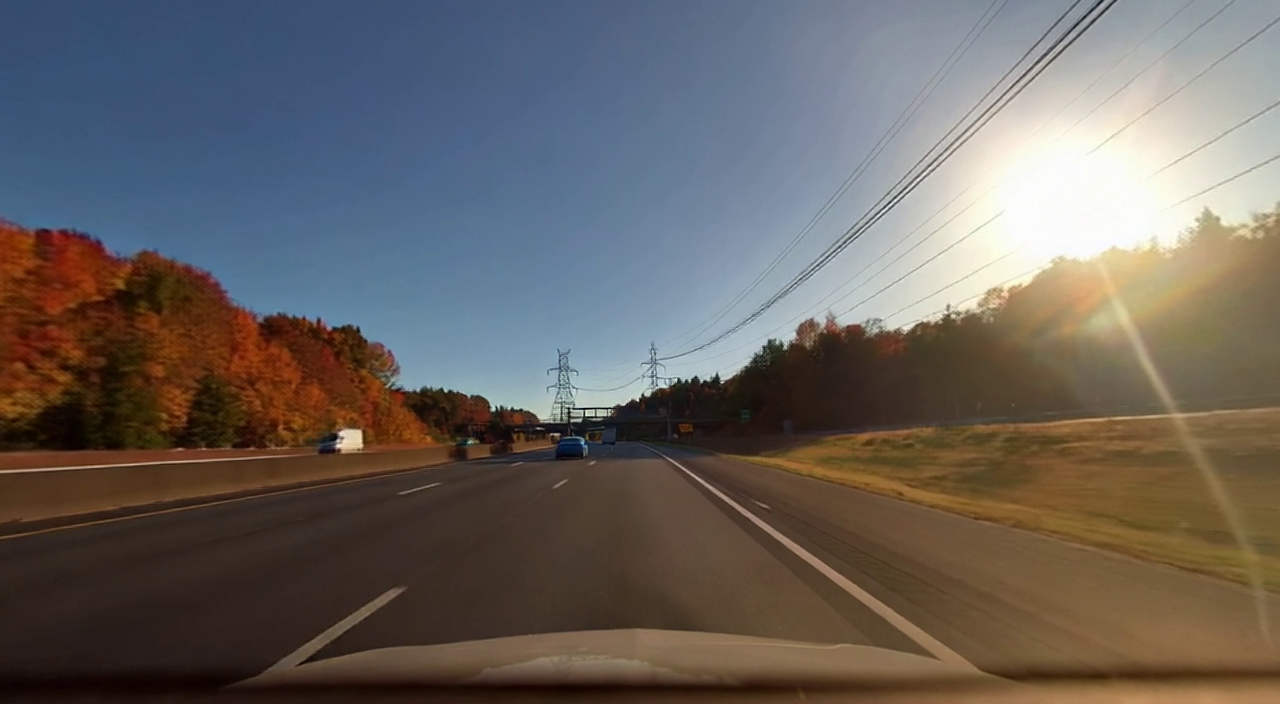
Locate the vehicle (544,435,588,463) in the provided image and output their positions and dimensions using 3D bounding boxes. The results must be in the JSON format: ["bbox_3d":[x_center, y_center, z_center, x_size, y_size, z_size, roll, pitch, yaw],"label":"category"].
[{"bbox_3d":[-4.063,5.393,35.232,2.025,1.475,4.379,0,-8,-1],"label":"vehicle"}]
